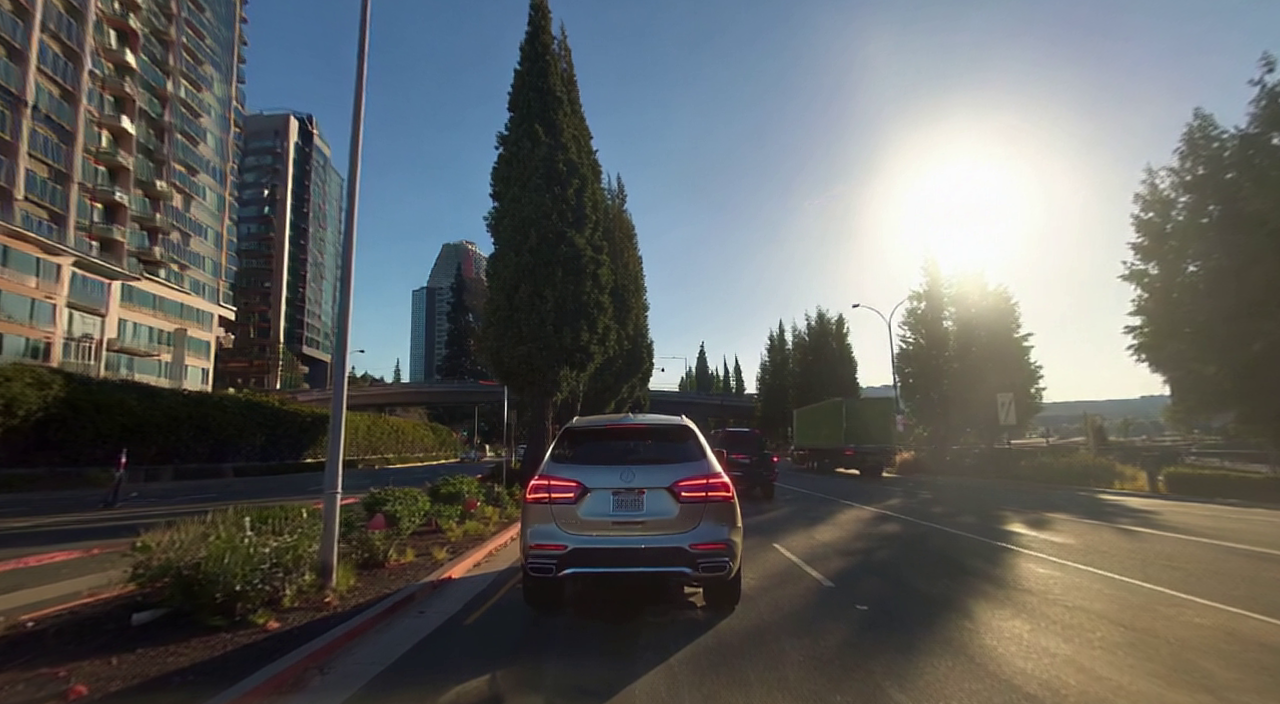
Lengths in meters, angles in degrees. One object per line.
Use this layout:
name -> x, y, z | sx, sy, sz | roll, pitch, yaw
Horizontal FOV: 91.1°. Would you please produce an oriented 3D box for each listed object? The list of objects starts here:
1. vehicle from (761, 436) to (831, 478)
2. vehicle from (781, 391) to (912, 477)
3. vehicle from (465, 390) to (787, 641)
vehicle -> 7.275, 4.946, 29.818 | 2.024, 1.810, 4.807 | 0, -8, -1
vehicle -> 10.876, 4.646, 34.888 | 3.025, 3.993, 11.243 | 0, -9, -2
vehicle -> -0.111, 1.409, 6.365 | 2.172, 1.694, 4.055 | 0, -8, -1
